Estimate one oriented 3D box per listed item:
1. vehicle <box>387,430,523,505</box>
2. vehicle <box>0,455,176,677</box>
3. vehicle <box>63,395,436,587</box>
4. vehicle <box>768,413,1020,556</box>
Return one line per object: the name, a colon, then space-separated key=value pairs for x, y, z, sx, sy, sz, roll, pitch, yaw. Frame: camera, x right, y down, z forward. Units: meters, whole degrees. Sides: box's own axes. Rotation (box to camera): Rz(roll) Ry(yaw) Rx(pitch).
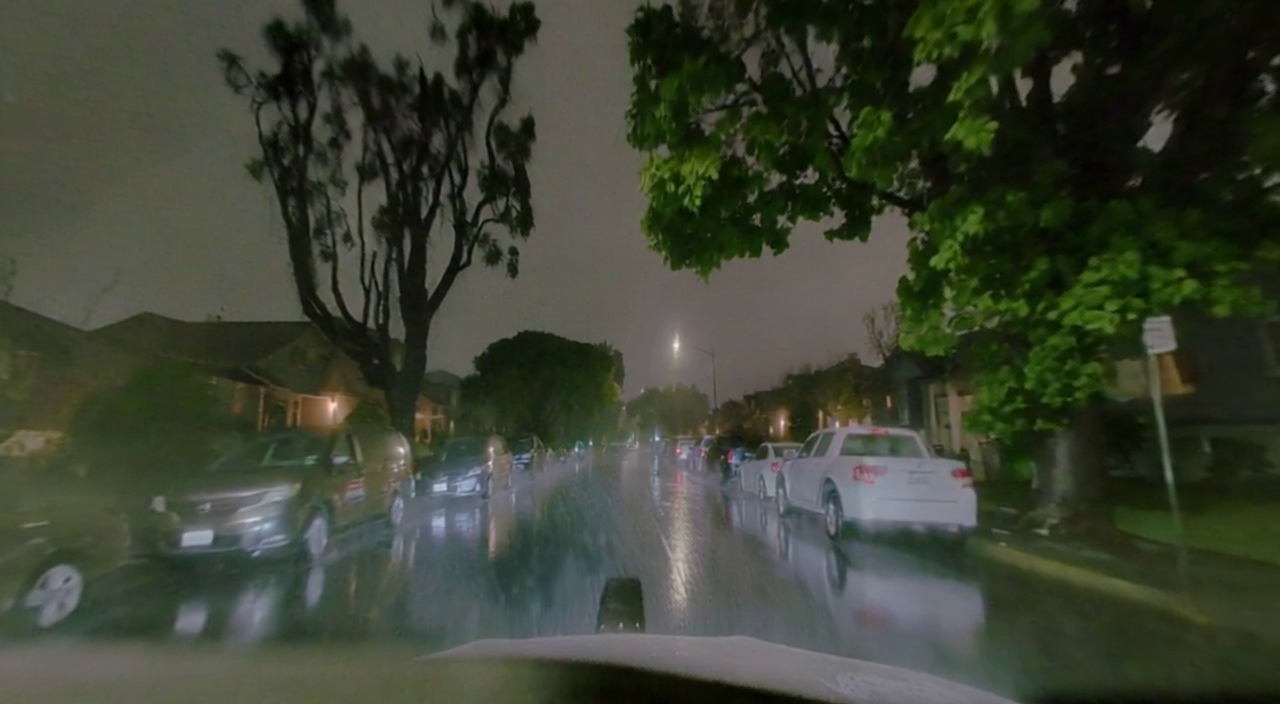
vehicle: x=-5.299 y=3.398 z=19.137 sx=2.683 sy=1.923 sz=5.421 roll=0 pitch=-8 yaw=-3
vehicle: x=-5.245 y=1.352 z=3.538 sx=1.858 sy=1.456 sz=4.587 roll=0 pitch=-8 yaw=-1
vehicle: x=-5.219 y=1.935 z=9.796 sx=2.390 sy=2.123 sz=5.371 roll=0 pitch=-8 yaw=-1
vehicle: x=3.547 y=1.950 z=10.027 sx=1.994 sy=1.710 sz=4.699 roll=0 pitch=-8 yaw=-1
